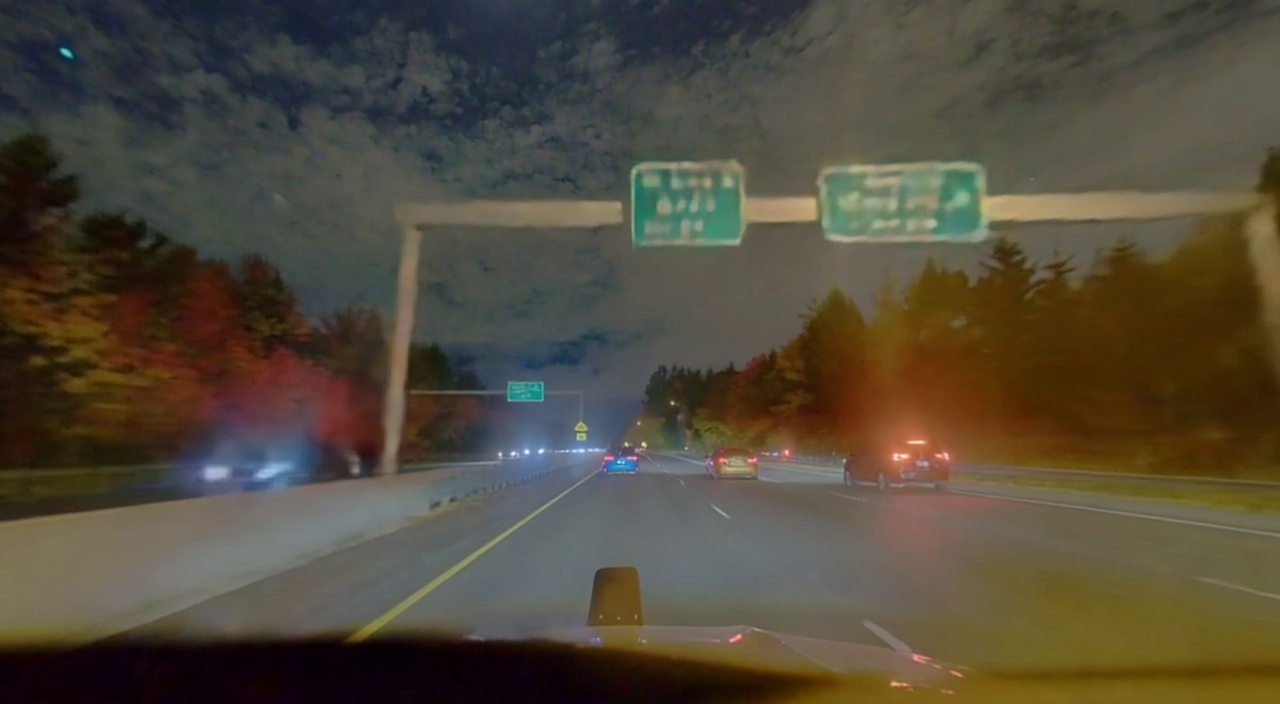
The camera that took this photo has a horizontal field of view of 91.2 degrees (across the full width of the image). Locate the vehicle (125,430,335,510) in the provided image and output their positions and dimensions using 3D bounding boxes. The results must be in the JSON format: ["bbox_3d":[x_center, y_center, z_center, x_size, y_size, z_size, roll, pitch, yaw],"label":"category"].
[{"bbox_3d":[-9.013,2.623,14.355,1.933,1.510,4.352,0,-9,-2],"label":"vehicle"}]

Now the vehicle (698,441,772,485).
[{"bbox_3d":[3.713,4.438,25.312,2.300,1.595,4.144,-1,-9,0],"label":"vehicle"}]

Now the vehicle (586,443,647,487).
[{"bbox_3d":[-0.858,4.324,24.382,2.128,1.516,4.410,0,-9,-1],"label":"vehicle"}]
